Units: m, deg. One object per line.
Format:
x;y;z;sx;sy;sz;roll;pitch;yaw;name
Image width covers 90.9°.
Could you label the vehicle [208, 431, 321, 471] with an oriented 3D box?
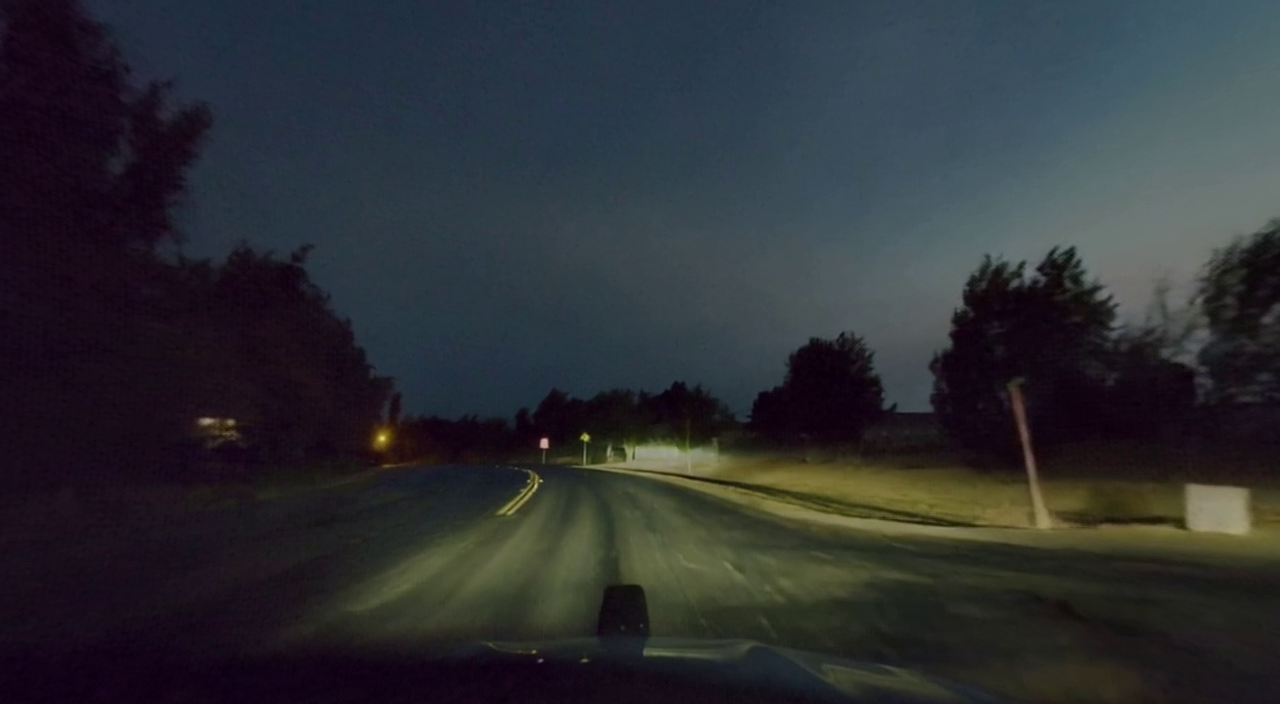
-18.674;4.918;31.432;4.562;1.857;2.129;-1;-9;16;vehicle
